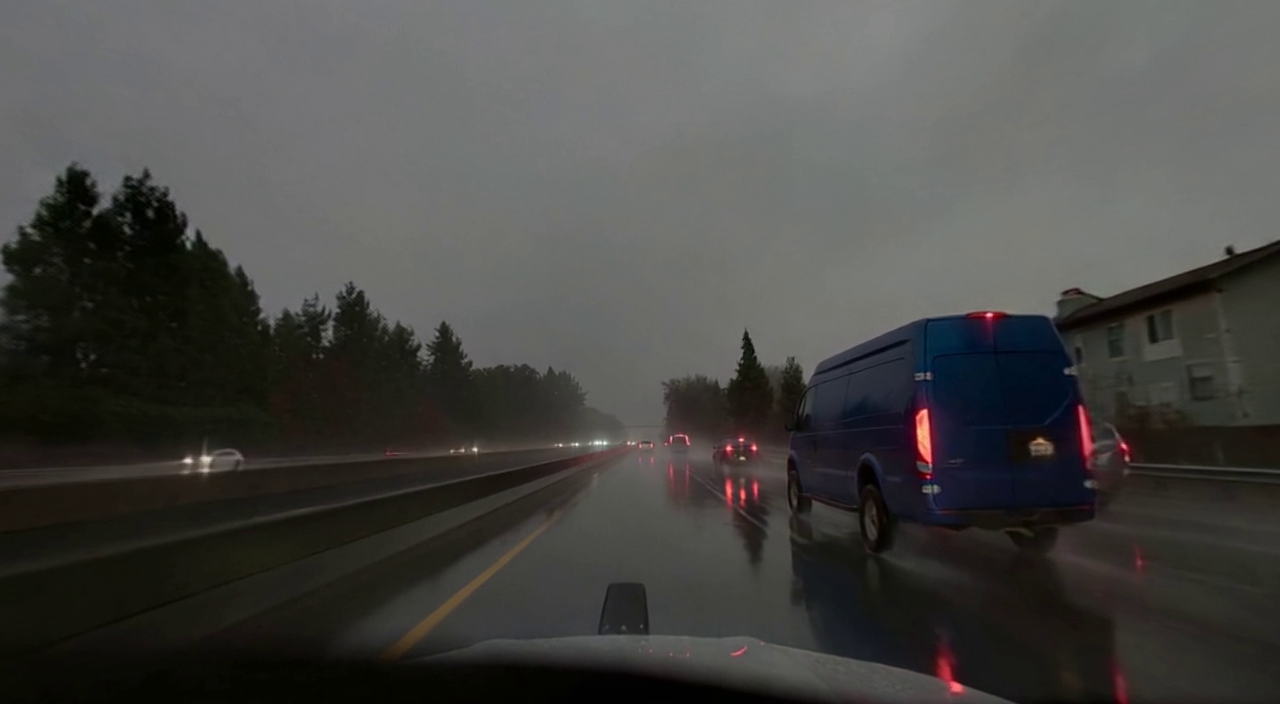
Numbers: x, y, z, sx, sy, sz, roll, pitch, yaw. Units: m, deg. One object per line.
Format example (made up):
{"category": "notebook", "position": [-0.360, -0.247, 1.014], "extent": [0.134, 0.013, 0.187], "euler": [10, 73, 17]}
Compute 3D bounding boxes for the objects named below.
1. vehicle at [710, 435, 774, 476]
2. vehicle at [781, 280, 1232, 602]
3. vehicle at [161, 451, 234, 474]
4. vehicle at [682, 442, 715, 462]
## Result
{"category": "vehicle", "position": [4.424, 4.550, 28.042], "extent": [2.034, 1.651, 4.342], "euler": [0, -8, -1]}
{"category": "vehicle", "position": [3.665, 1.130, 8.225], "extent": [2.302, 2.670, 5.912], "euler": [0, -8, 1]}
{"category": "vehicle", "position": [-31.681, 7.893, 45.331], "extent": [1.865, 1.490, 4.651], "euler": [0, -8, 1]}
{"category": "vehicle", "position": [4.331, 7.500, 47.377], "extent": [2.050, 1.448, 4.123], "euler": [0, -8, -1]}
